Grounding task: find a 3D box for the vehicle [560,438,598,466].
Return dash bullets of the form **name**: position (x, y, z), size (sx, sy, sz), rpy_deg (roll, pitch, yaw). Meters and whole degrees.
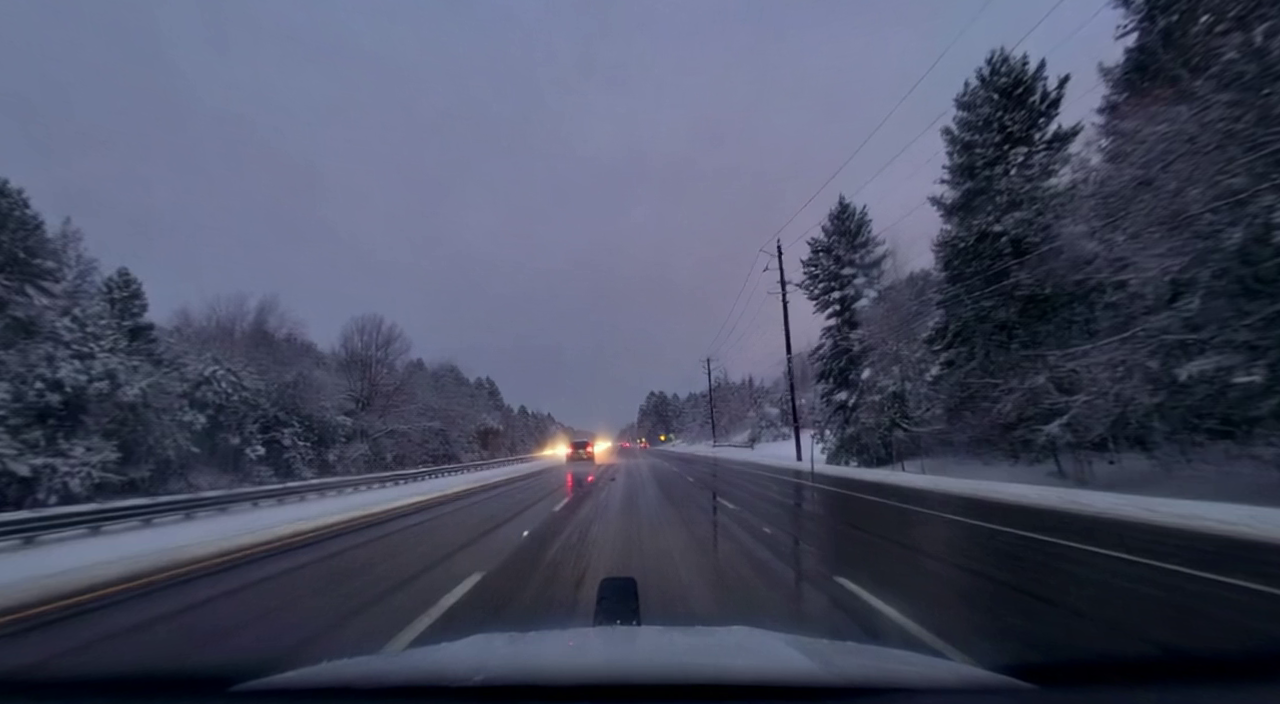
- **vehicle**: position (-4.208, 6.993, 44.356), size (2.130, 1.823, 4.761), rpy_deg (0, -8, 1)
